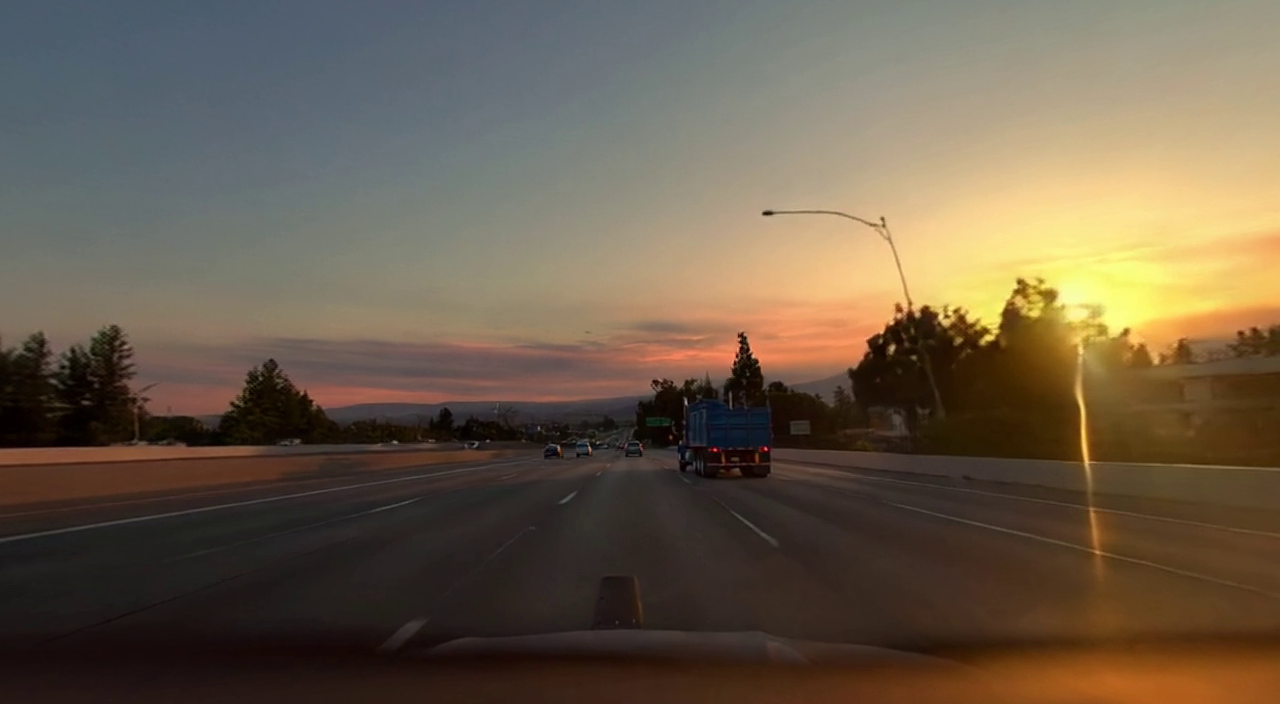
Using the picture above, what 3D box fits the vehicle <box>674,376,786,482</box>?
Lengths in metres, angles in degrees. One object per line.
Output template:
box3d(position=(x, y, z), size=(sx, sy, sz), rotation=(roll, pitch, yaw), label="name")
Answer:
box3d(position=(3.307, 3.385, 26.658), size=(2.966, 3.586, 10.563), rotation=(0, -9, -1), label="vehicle")
